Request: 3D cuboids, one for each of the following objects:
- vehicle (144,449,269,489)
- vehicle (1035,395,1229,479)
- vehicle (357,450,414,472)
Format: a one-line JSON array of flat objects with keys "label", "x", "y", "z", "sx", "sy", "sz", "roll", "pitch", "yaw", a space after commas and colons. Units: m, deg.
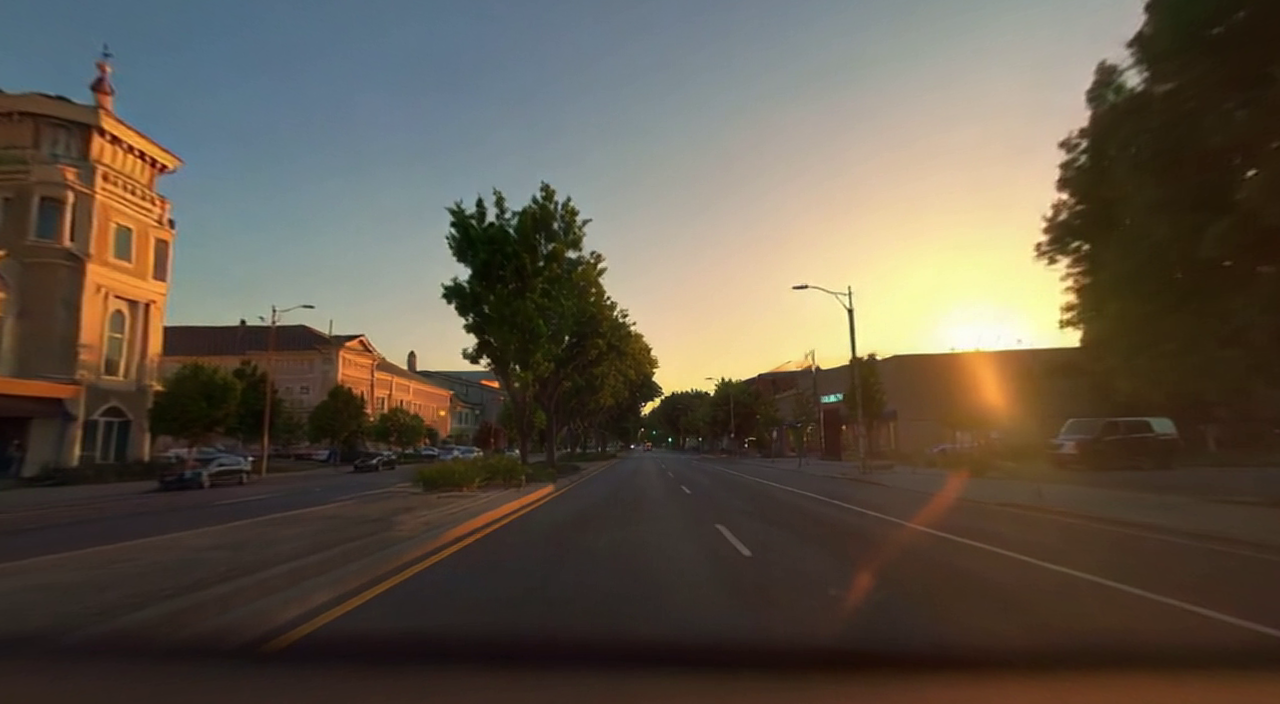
[{"label": "vehicle", "x": -19.091, "y": 5.151, "z": 27.994, "sx": 2.071, "sy": 1.595, "sz": 4.822, "roll": 0, "pitch": -9, "yaw": 1}, {"label": "vehicle", "x": 21.744, "y": 3.909, "z": 28.460, "sx": 2.977, "sy": 3.311, "sz": 6.892, "roll": 0, "pitch": -9, "yaw": -1}, {"label": "vehicle", "x": -18.703, "y": 8.023, "z": 46.440, "sx": 2.121, "sy": 1.567, "sz": 5.042, "roll": 0, "pitch": -9, "yaw": 0}]
